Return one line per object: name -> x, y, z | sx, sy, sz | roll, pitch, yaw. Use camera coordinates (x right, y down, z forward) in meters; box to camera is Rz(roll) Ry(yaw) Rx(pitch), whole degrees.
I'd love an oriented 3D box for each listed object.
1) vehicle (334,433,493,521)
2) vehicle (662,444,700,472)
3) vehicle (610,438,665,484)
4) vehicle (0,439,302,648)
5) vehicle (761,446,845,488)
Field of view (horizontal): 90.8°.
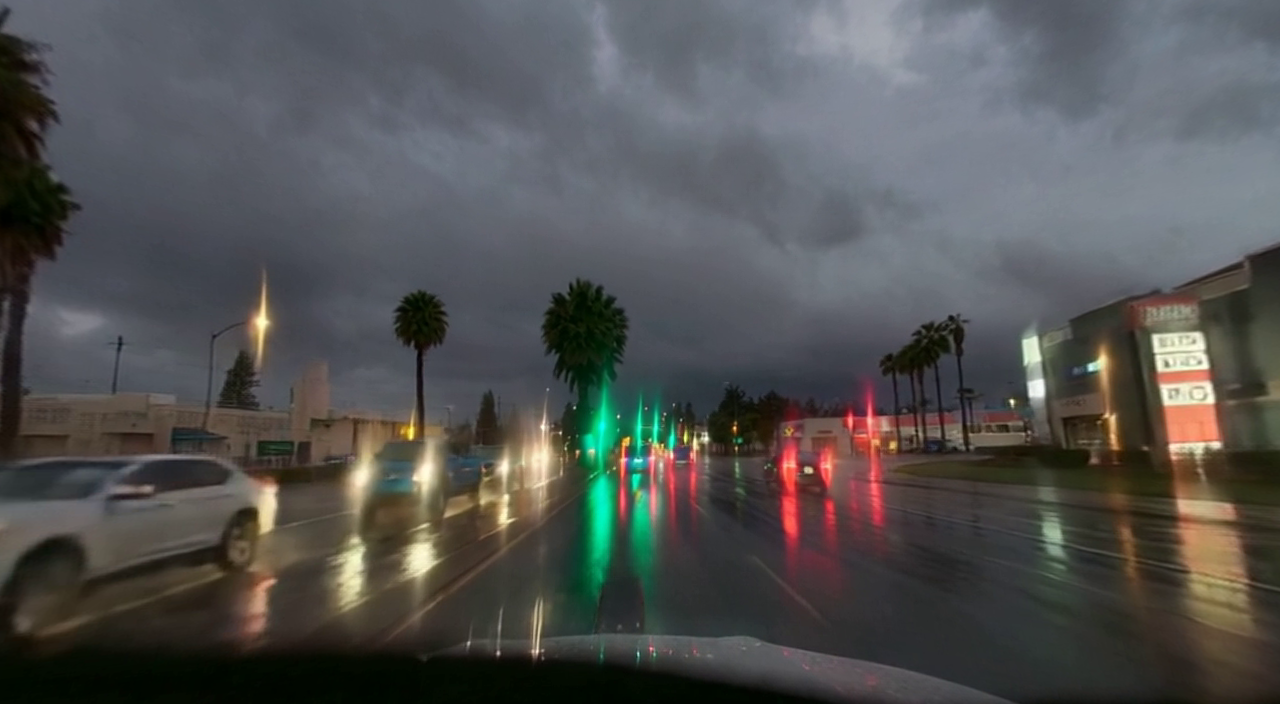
vehicle -> -5.147, 2.880, 15.170 | 2.160, 1.769, 4.494 | 0, -8, 0
vehicle -> 2.646, 6.993, 41.975 | 2.112, 1.710, 4.234 | 0, -8, -1
vehicle -> -0.148, 4.633, 27.098 | 2.151, 1.787, 4.109 | 0, -8, -1
vehicle -> -5.553, 1.638, 6.236 | 2.017, 1.463, 4.384 | -1, -8, 0
vehicle -> 6.197, 4.394, 24.571 | 1.944, 1.447, 4.309 | 0, -8, -2
